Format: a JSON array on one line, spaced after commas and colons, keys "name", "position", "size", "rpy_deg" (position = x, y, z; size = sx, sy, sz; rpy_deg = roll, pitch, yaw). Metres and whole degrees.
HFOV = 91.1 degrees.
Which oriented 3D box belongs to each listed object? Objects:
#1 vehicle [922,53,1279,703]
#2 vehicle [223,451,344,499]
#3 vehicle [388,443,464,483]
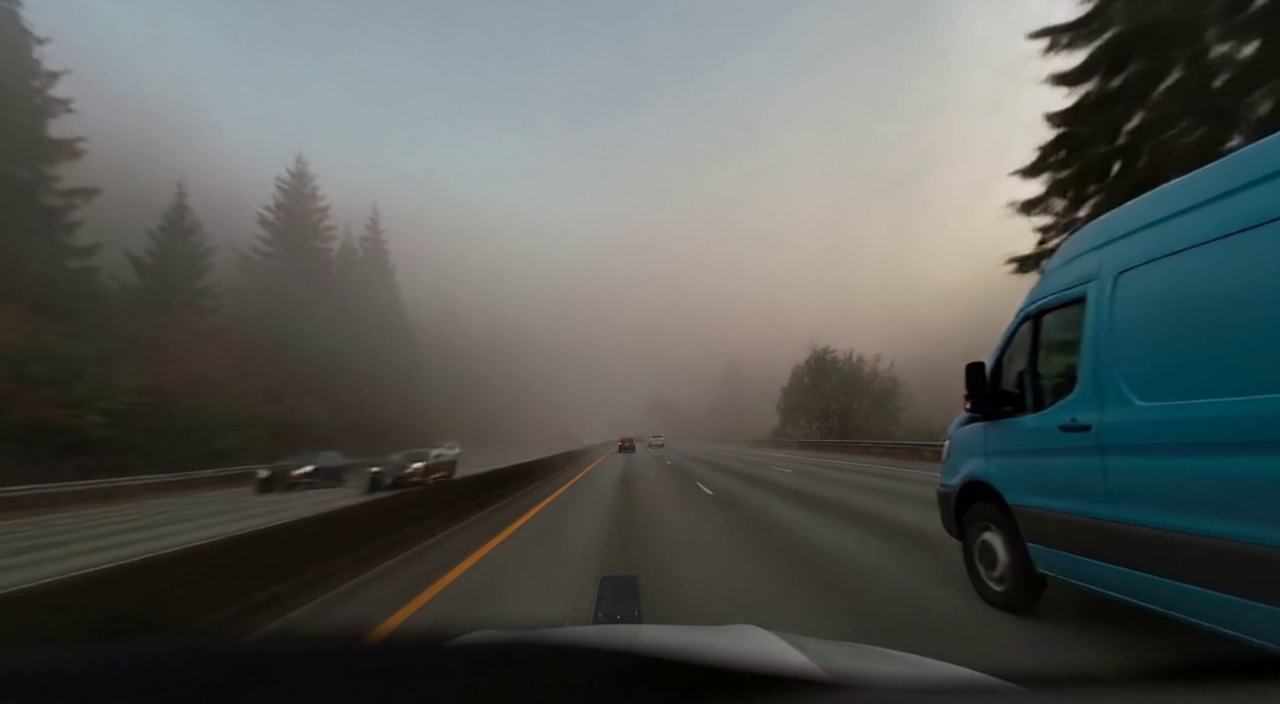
[{"name": "vehicle", "position": [3.701, 0.040, 1.661], "size": [2.416, 2.595, 7.243], "rpy_deg": [0, -8, -1]}, {"name": "vehicle", "position": [-13.476, 4.647, 24.140], "size": [1.935, 1.512, 4.688], "rpy_deg": [0, -8, -1]}, {"name": "vehicle", "position": [-9.381, 4.863, 27.945], "size": [1.870, 1.542, 4.363], "rpy_deg": [0, -8, 0]}]
